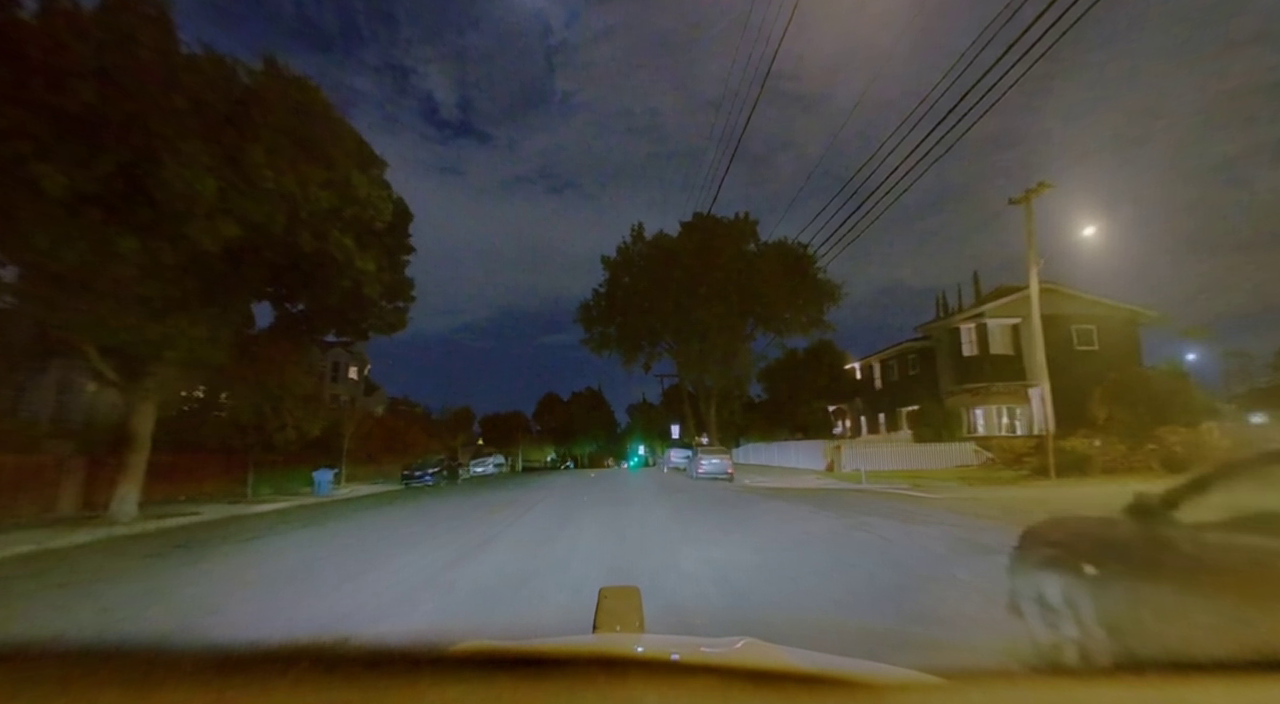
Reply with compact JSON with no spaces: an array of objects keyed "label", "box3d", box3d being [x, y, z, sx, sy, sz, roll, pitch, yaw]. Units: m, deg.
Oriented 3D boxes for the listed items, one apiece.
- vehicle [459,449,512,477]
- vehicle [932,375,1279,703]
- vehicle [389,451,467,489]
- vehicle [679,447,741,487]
[{"label":"vehicle","box3d":[-9.226,6.635,38.097,2.027,1.584,4.476,0,-9,1]},{"label":"vehicle","box3d":[3.042,0.884,2.314,1.995,1.521,4.006,0,-9,0]},{"label":"vehicle","box3d":[-8.855,4.958,26.846,1.937,1.427,4.510,0,-9,-3]},{"label":"vehicle","box3d":[2.879,4.815,26.818,1.927,1.529,4.144,0,-9,-3]}]
